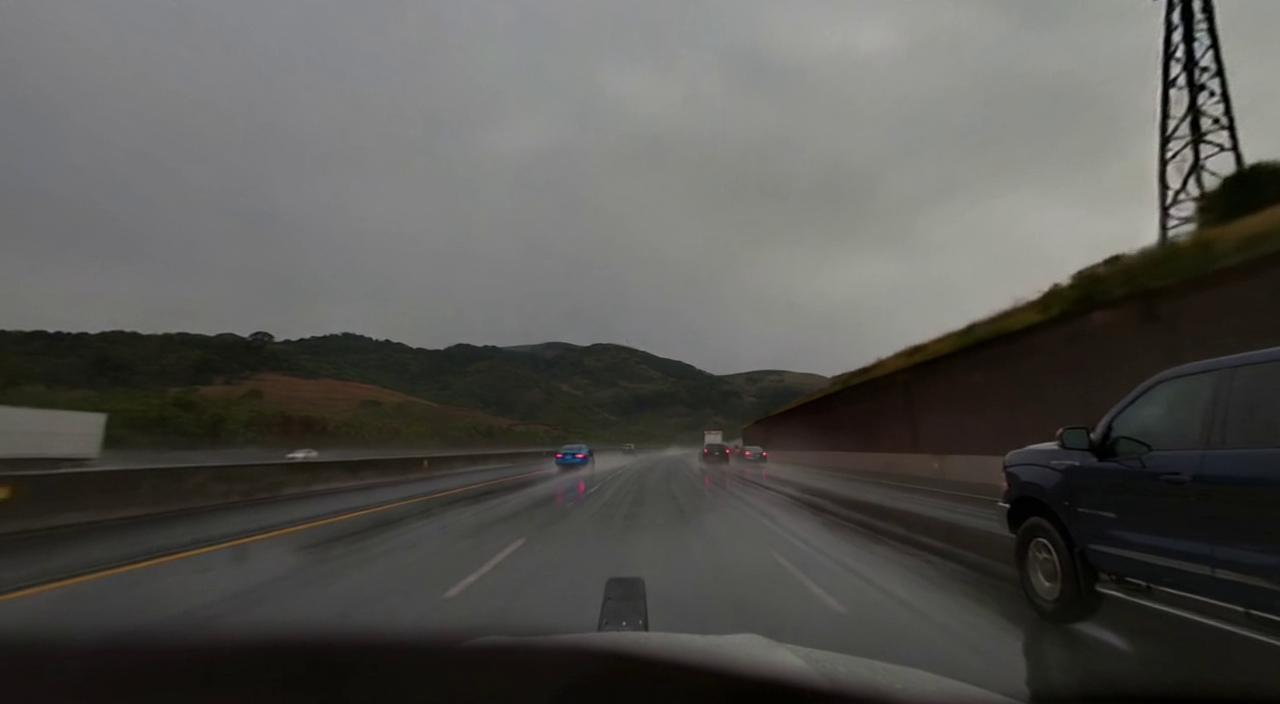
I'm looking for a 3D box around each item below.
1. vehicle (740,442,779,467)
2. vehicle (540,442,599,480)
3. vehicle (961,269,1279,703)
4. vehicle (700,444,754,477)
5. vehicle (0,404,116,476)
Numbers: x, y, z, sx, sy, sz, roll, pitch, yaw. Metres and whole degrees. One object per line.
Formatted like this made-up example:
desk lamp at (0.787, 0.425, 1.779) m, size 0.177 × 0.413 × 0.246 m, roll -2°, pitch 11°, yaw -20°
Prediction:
vehicle at (8.560, 7.384, 45.604) m, size 1.986 × 1.633 × 4.430 m, roll 0°, pitch -8°, yaw 0°
vehicle at (-3.283, 5.173, 30.255) m, size 2.113 × 1.636 × 4.494 m, roll -1°, pitch -8°, yaw 2°
vehicle at (3.435, 0.611, 2.048) m, size 2.098 × 1.925 × 5.171 m, roll 0°, pitch -8°, yaw 1°
vehicle at (4.183, 5.299, 31.152) m, size 2.046 × 1.471 × 4.333 m, roll 0°, pitch -8°, yaw 0°
vehicle at (-38.287, 5.025, 36.075) m, size 2.910 × 4.089 × 15.404 m, roll -1°, pitch -8°, yaw 2°
